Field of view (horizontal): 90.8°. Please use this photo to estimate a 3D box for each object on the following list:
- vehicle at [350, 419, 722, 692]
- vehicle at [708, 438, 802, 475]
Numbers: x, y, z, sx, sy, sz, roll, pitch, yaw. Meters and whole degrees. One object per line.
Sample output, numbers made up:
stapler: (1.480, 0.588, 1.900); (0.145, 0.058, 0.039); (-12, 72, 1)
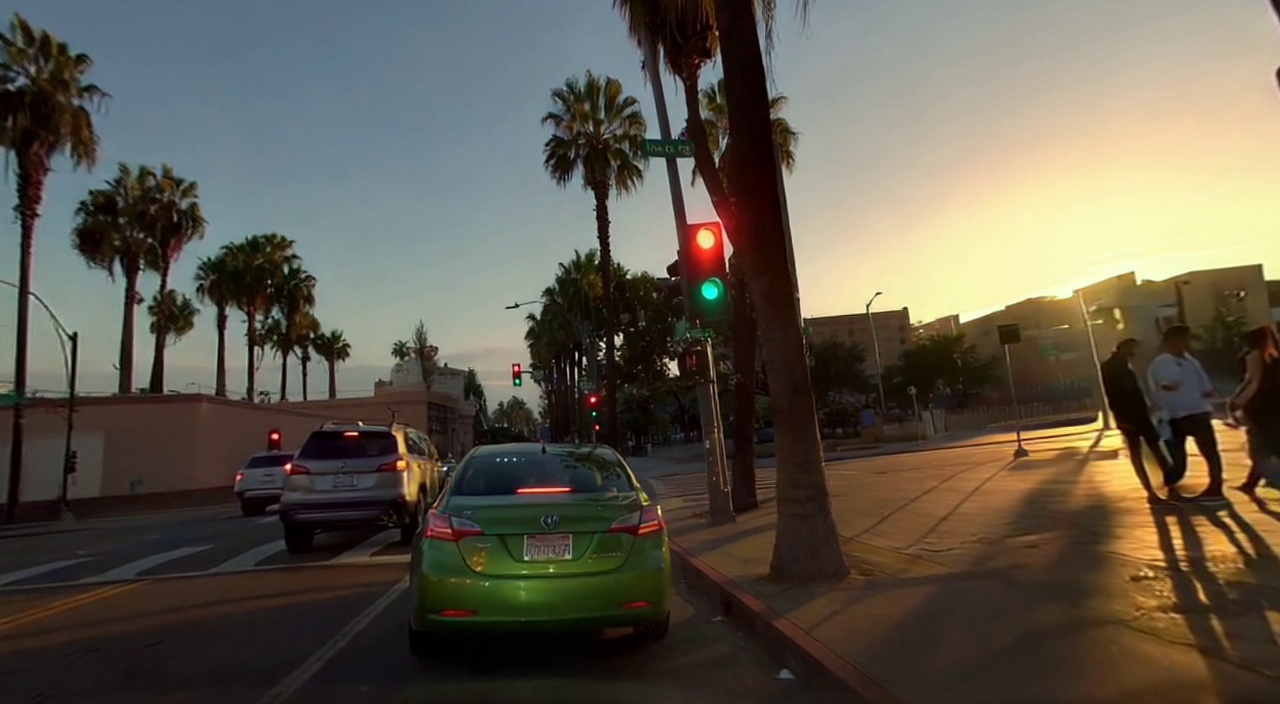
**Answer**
vehicle: (-0.844, 1.445, 5.759); (2.065, 1.467, 4.289); (1, -9, -8)
vehicle: (5.541, 5.080, 30.761); (3.987, 1.636, 1.903); (1, -10, -14)
